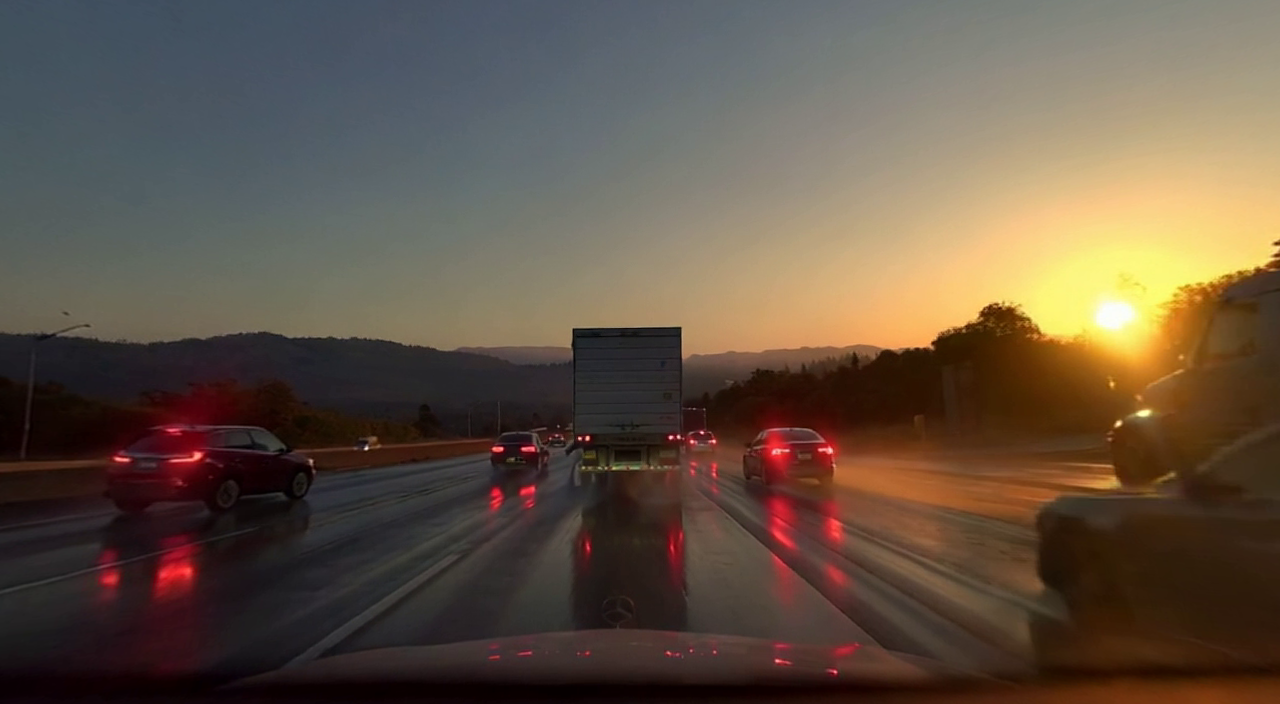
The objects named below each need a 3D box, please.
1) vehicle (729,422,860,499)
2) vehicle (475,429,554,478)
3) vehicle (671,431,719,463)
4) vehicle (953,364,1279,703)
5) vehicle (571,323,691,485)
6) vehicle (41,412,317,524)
[{"bbox_3d":[3.416,2.469,14.801,1.945,1.529,4.129,0,-8,-1],"label":"vehicle"},{"bbox_3d":[-4.102,3.377,21.205,1.882,1.493,3.828,0,-8,0],"label":"vehicle"},{"bbox_3d":[2.723,4.808,32.141,1.976,1.513,4.065,0,-8,-1],"label":"vehicle"},{"bbox_3d":[3.315,0.777,2.032,1.999,1.523,4.882,0,-8,-1],"label":"vehicle"},{"bbox_3d":[-0.402,1.930,20.616,2.938,4.033,9.980,0,-8,-2],"label":"vehicle"},{"bbox_3d":[-7.945,2.005,11.476,1.944,1.653,4.097,0,-8,-1],"label":"vehicle"}]
